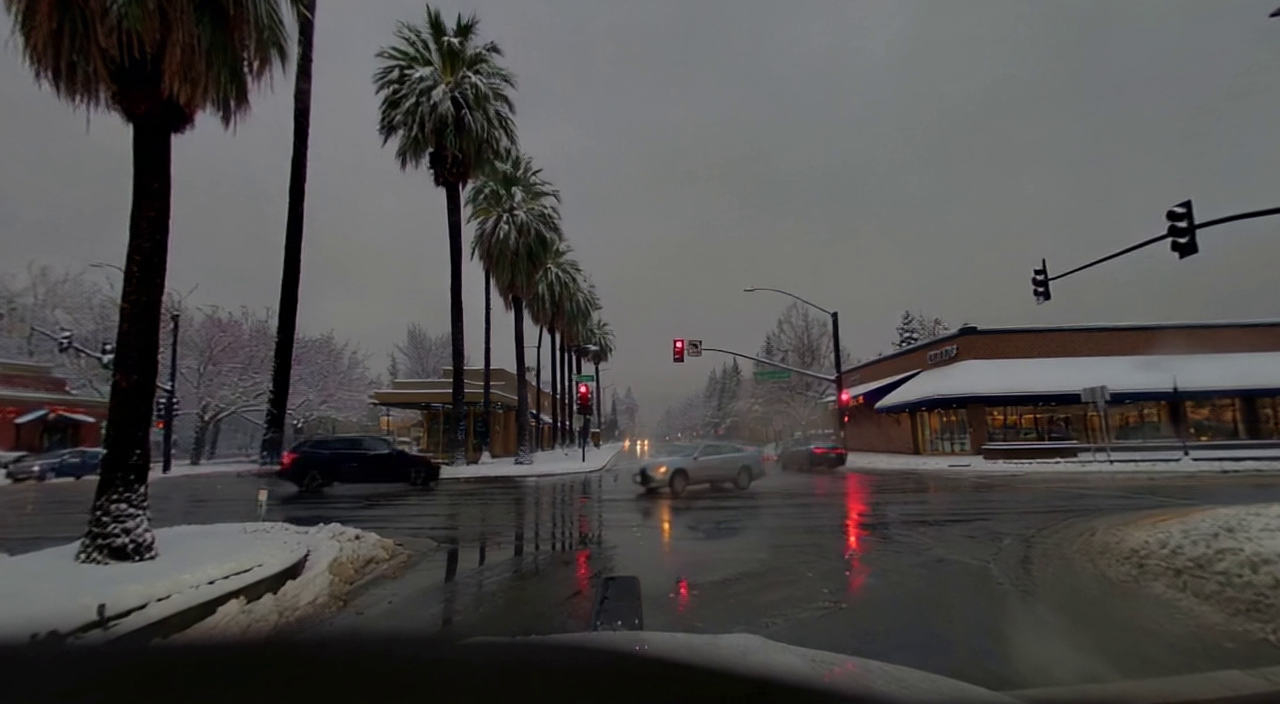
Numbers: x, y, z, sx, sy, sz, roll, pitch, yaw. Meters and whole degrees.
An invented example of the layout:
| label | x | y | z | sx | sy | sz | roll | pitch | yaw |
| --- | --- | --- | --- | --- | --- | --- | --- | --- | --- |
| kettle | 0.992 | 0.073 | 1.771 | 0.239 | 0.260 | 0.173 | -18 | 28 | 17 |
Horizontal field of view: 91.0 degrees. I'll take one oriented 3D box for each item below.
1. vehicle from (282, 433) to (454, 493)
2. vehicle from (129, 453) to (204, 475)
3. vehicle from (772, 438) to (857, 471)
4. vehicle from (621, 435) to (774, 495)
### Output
| label | x | y | z | sx | sy | sz | roll | pitch | yaw |
| --- | --- | --- | --- | --- | --- | --- | --- | --- | --- |
| vehicle | -8.399 | 3.378 | 19.541 | 4.603 | 1.653 | 1.999 | 5 | -10 | -30 |
| vehicle | -37.196 | 8.803 | 49.600 | 2.160 | 1.565 | 4.868 | 0 | -8 | -1 |
| vehicle | 8.936 | 5.262 | 32.539 | 1.890 | 1.572 | 3.826 | 6 | -10 | -36 |
| vehicle | 1.661 | 3.172 | 17.993 | 4.035 | 1.512 | 1.828 | 5 | -10 | -31 |
